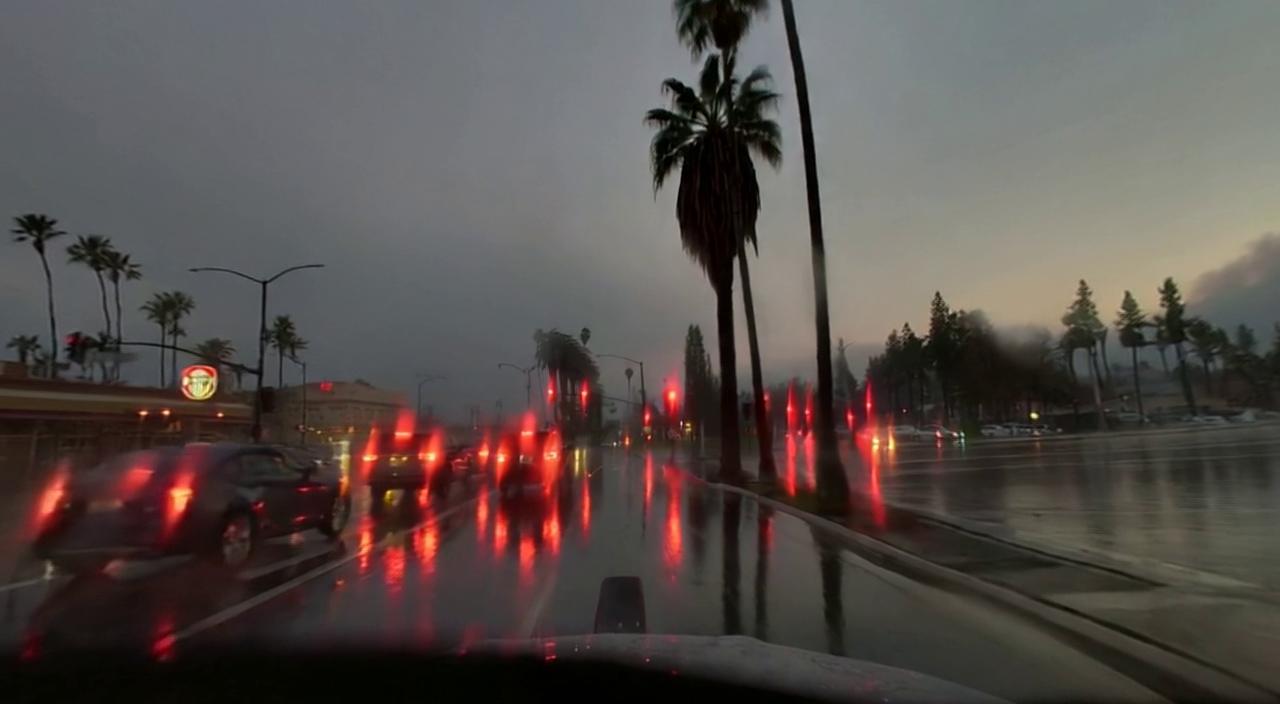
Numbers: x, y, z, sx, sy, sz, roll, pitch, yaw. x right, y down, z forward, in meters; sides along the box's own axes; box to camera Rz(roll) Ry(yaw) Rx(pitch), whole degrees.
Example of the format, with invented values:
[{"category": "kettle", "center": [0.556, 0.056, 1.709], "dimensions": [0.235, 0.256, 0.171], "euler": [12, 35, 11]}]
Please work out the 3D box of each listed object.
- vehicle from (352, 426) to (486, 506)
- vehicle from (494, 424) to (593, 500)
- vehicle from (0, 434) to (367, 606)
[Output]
[{"category": "vehicle", "center": [-5.828, 3.056, 17.411], "dimensions": [2.025, 1.862, 4.804], "euler": [0, -9, -1]}, {"category": "vehicle", "center": [-2.430, 2.925, 17.108], "dimensions": [2.153, 1.759, 4.320], "euler": [0, -9, -2]}, {"category": "vehicle", "center": [-5.540, 1.918, 8.311], "dimensions": [1.885, 1.567, 4.775], "euler": [0, -9, -2]}]
